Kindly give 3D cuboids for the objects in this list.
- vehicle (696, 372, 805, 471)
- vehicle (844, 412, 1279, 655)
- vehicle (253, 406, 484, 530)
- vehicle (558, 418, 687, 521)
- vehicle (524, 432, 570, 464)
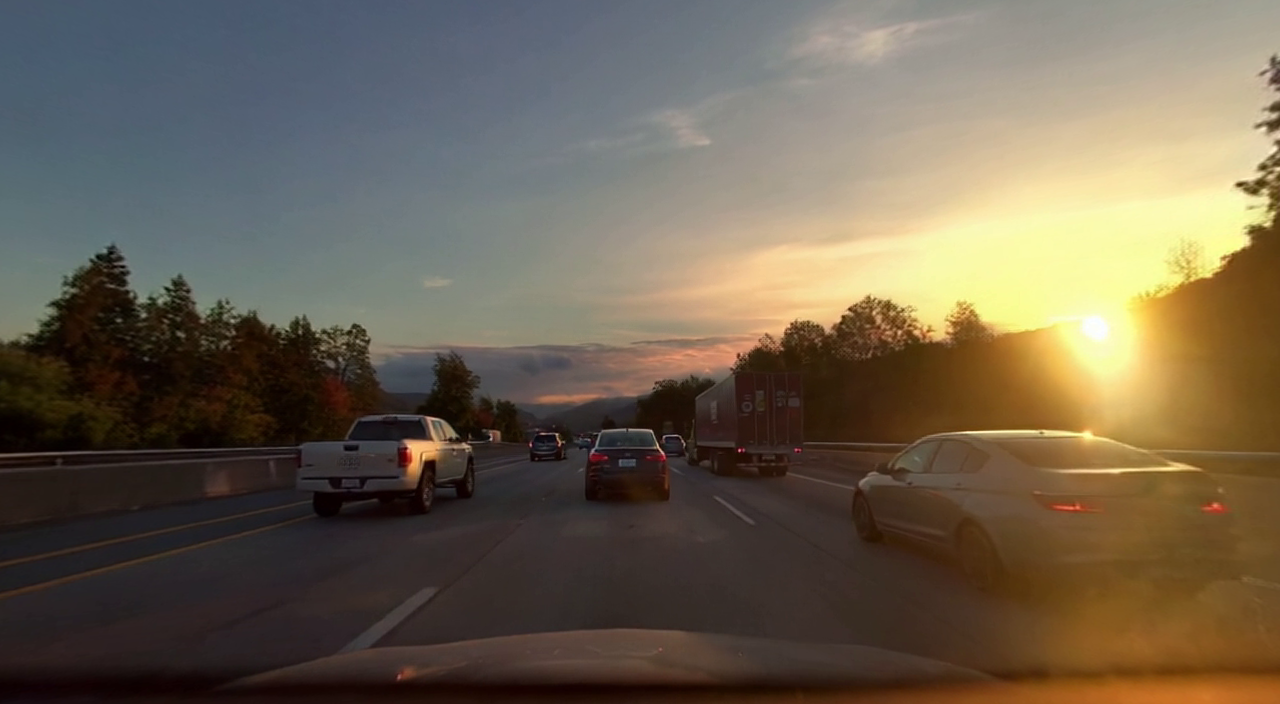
[{"bbox_3d":[5.279,3.869,33.648,2.888,4.135,14.071,0,-8,-2],"label":"vehicle"},{"bbox_3d":[3.598,1.386,5.926,1.951,1.477,3.963,0,-8,-1],"label":"vehicle"},{"bbox_3d":[-4.466,1.978,11.412,2.101,1.767,4.702,0,-8,0],"label":"vehicle"},{"bbox_3d":[-0.326,2.163,12.159,2.083,1.647,3.799,0,-8,-1],"label":"vehicle"},{"bbox_3d":[-5.086,5.304,34.891,1.971,1.648,3.983,0,-8,-1],"label":"vehicle"}]
